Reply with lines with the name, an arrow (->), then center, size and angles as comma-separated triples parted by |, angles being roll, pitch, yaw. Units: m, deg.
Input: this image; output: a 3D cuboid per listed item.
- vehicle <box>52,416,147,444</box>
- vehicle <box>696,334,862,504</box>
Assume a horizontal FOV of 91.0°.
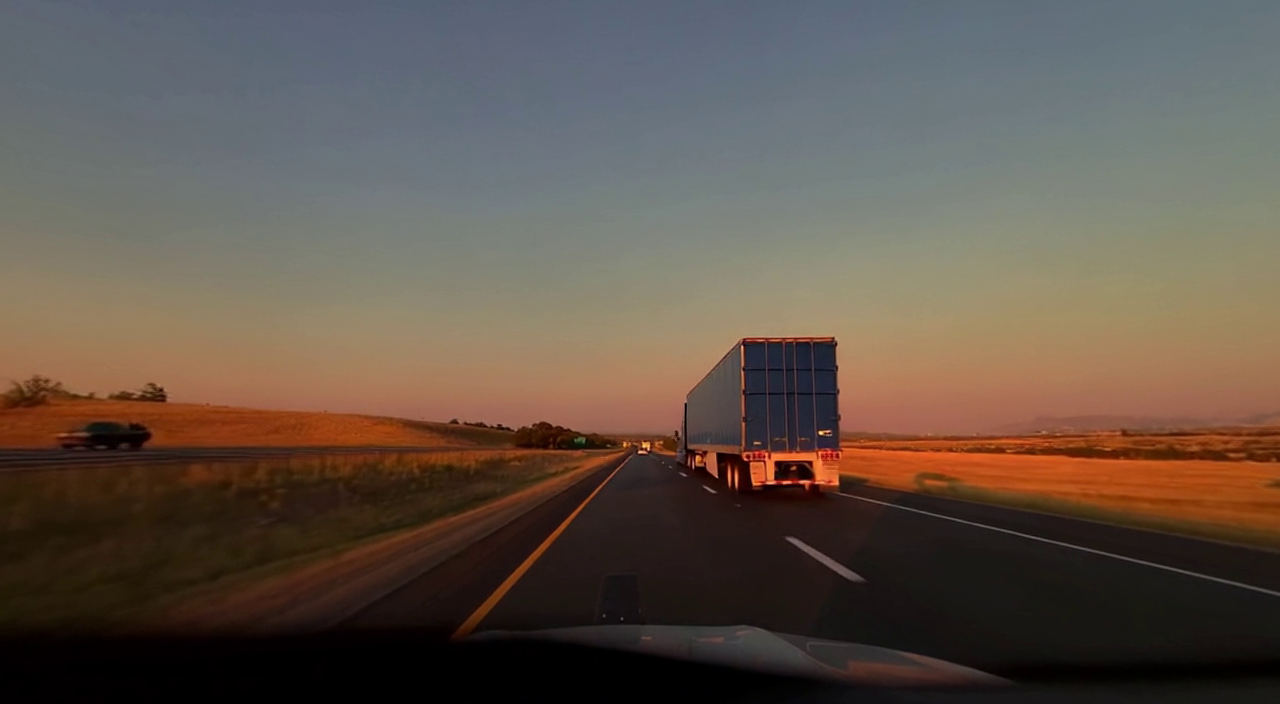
vehicle -> -33.386, 4.870, 39.098 | 1.905, 1.601, 4.480 | 0, -9, 0
vehicle -> 3.981, 2.606, 22.046 | 2.818, 4.206, 12.987 | 0, -9, 0
